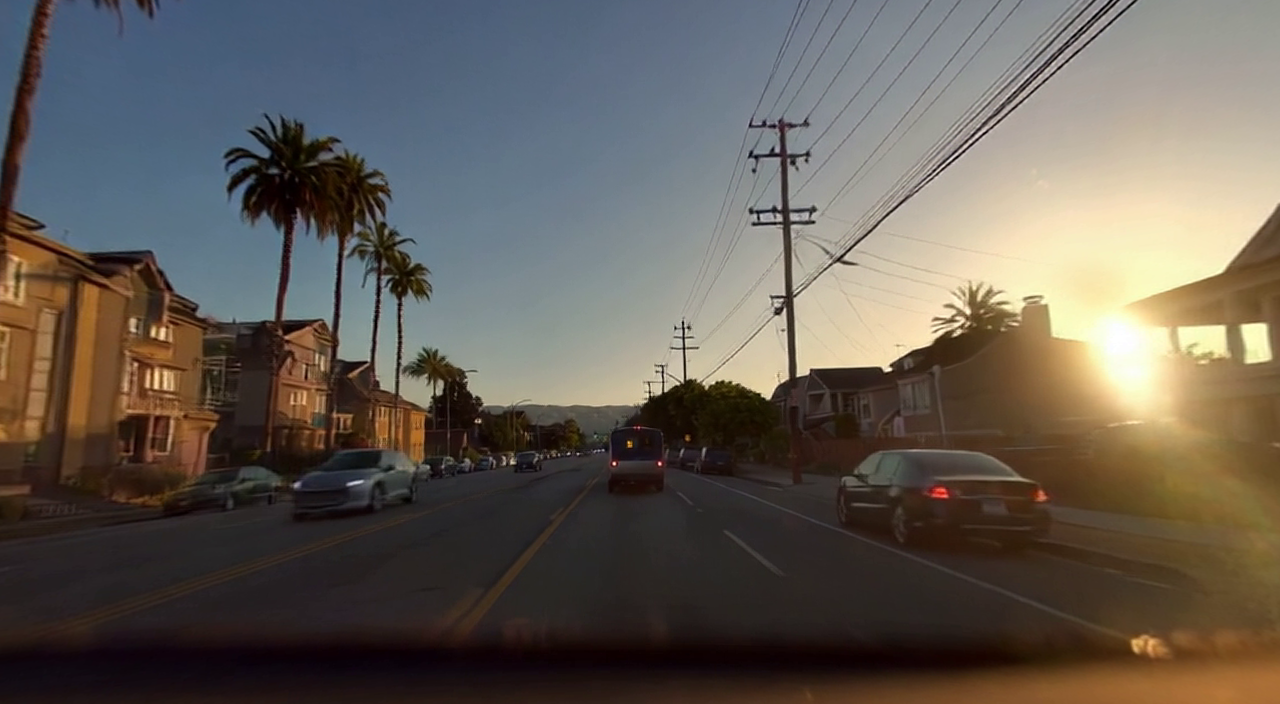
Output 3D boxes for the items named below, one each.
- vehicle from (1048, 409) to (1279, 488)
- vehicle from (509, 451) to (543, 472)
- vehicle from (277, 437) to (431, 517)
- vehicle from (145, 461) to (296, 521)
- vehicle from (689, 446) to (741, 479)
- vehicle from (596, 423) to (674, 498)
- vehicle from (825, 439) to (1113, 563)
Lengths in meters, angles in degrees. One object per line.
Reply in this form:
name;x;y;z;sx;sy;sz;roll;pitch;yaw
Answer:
vehicle;13.539;2.424;15.921;4.749;1.699;2.311;-2;-9;0
vehicle;-8.391;8.106;46.827;1.844;1.453;4.414;0;-9;-2
vehicle;-7.035;3.087;16.126;1.993;1.737;4.353;0;-9;-2
vehicle;-13.178;4.349;20.238;2.004;1.441;4.572;-4;-8;-4
vehicle;3.696;5.564;31.913;1.946;1.530;4.240;0;-9;-3
vehicle;-0.293;3.365;19.882;2.168;2.040;4.527;0;-9;-4
vehicle;4.624;2.119;9.790;2.022;1.456;4.246;0;-9;-3
